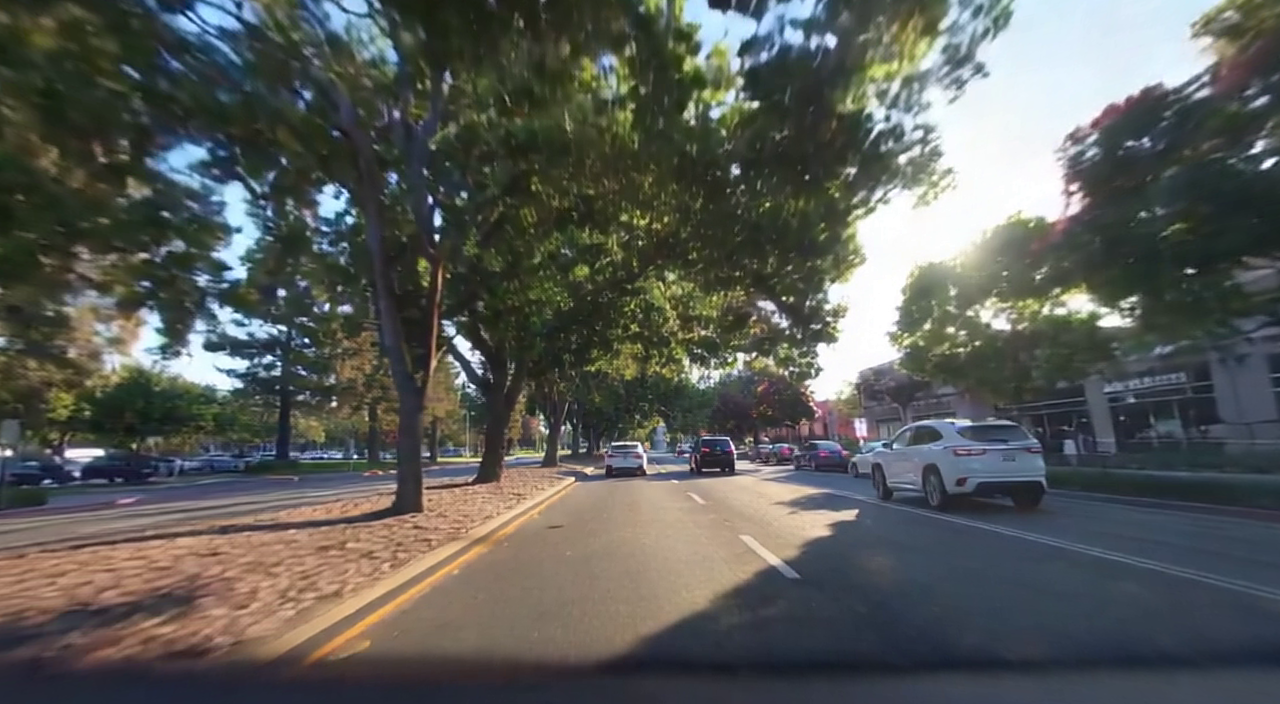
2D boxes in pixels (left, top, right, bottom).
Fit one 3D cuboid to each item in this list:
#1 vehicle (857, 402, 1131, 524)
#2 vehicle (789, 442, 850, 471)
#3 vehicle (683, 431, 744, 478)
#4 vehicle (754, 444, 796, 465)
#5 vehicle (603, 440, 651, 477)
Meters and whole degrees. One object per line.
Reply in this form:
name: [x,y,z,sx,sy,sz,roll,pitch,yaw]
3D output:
vehicle: [6.628,2.188,12.950,2.240,1.923,5.678,0,-8,-1]
vehicle: [10.014,5.861,35.652,2.021,1.481,4.746,0,-8,0]
vehicle: [3.056,4.368,27.162,1.955,1.845,4.538,0,-8,-2]
vehicle: [9.973,7.593,46.971,1.898,1.475,4.860,0,-8,-2]
vehicle: [-0.591,4.803,28.785,2.037,1.568,3.693,0,-8,-1]
